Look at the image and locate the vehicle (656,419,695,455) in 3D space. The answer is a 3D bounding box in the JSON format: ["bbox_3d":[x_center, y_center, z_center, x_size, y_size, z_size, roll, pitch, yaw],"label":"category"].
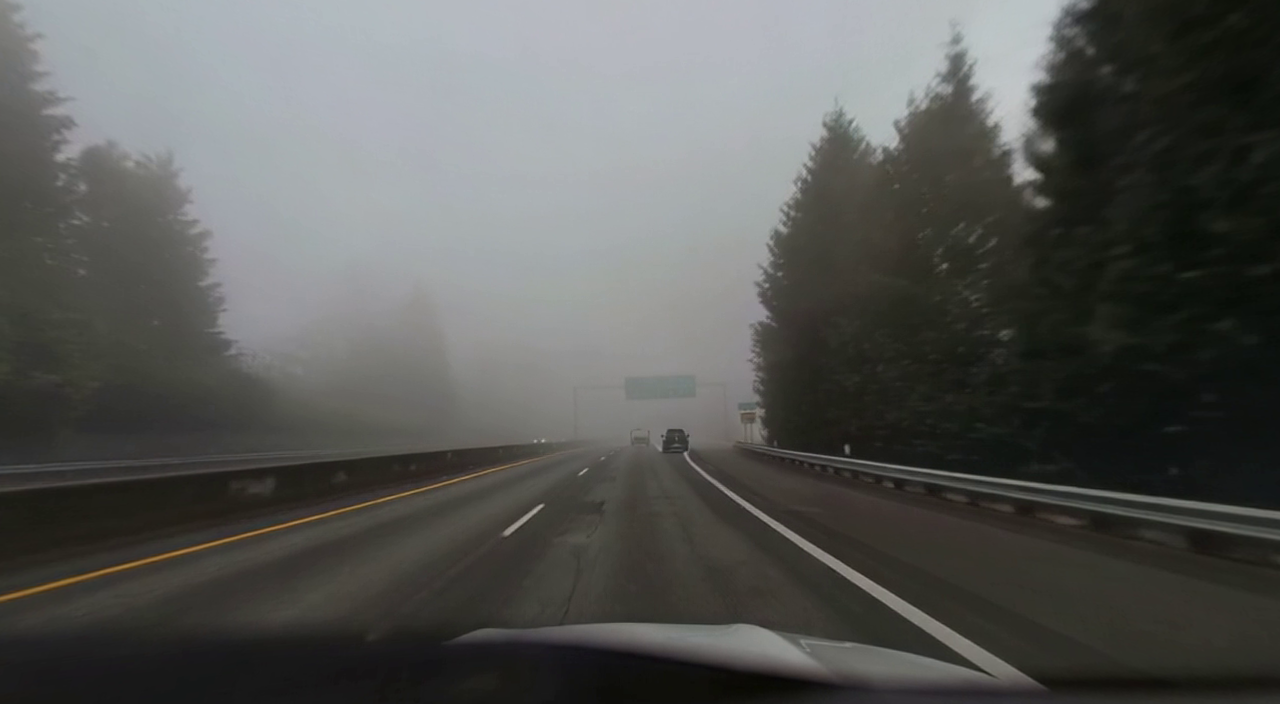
[{"bbox_3d":[2.361,5.839,43.408,2.450,2.314,4.753,0,-8,1],"label":"vehicle"}]
